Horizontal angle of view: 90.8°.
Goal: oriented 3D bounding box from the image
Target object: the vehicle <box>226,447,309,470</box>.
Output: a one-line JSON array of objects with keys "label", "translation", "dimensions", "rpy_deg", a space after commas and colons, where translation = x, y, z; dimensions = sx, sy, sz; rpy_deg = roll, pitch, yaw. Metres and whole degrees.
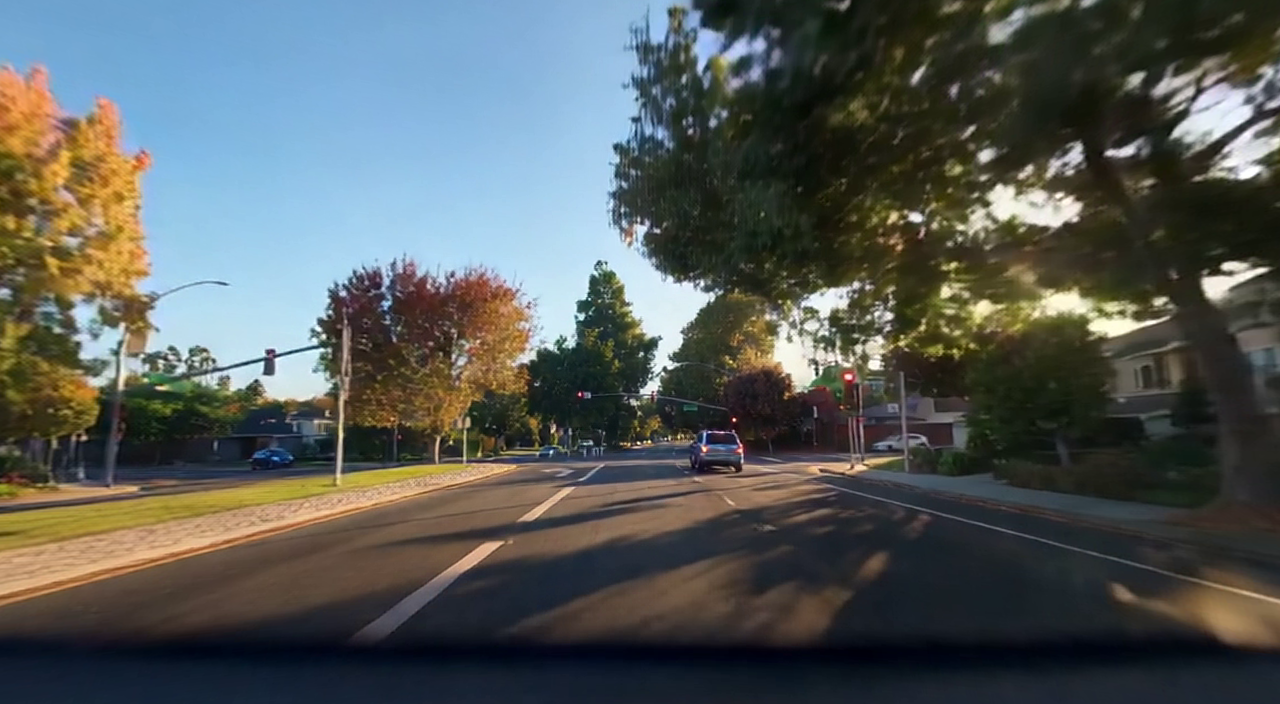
[{"label": "vehicle", "translation": [-27.002, 7.723, 45.916], "dimensions": [4.737, 1.659, 2.042], "rpy_deg": [0, -9, -2]}]

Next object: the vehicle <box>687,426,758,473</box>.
[{"label": "vehicle", "translation": [3.359, 4.126, 26.875], "dimensions": [2.229, 1.795, 4.927], "rpy_deg": [0, -9, -2]}]
